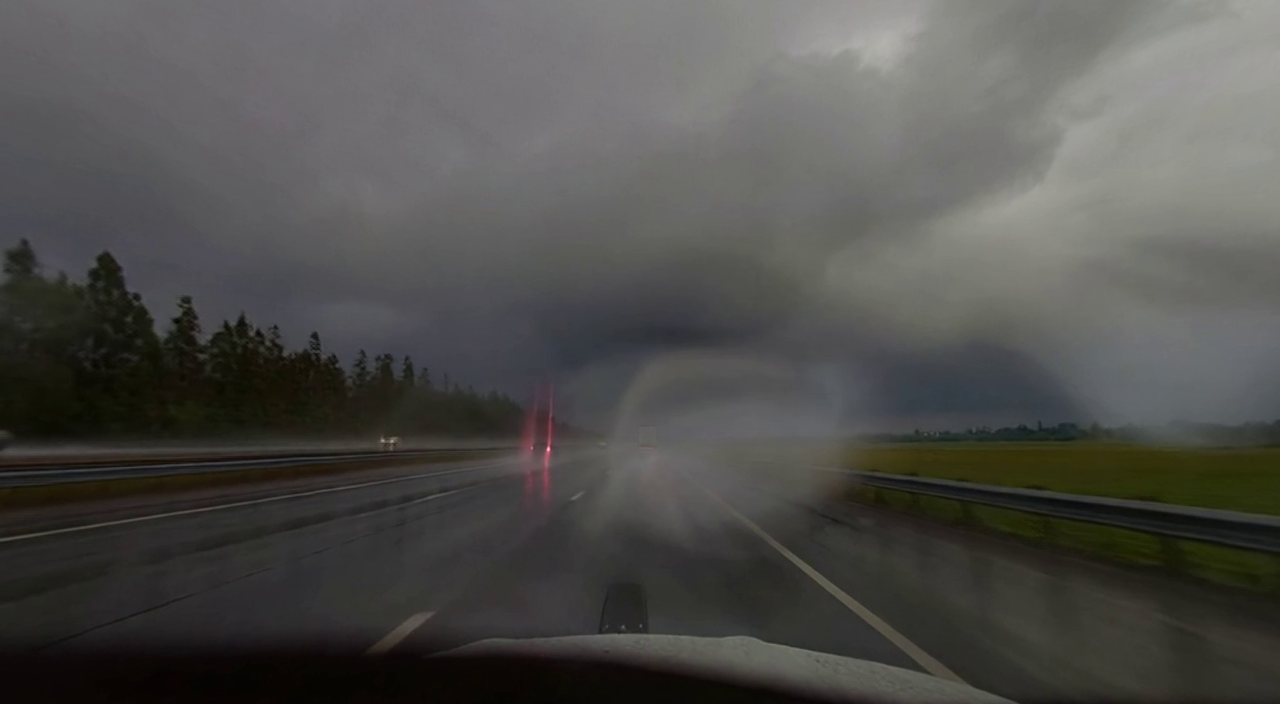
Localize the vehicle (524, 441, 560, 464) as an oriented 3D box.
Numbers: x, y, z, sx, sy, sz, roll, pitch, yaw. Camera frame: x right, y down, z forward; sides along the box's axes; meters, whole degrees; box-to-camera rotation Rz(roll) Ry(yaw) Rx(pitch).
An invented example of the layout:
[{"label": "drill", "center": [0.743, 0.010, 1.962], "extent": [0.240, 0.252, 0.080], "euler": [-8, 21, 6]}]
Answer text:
[{"label": "vehicle", "center": [-7.197, 7.424, 46.813], "extent": [1.972, 1.603, 3.891], "euler": [0, -8, 1]}]
